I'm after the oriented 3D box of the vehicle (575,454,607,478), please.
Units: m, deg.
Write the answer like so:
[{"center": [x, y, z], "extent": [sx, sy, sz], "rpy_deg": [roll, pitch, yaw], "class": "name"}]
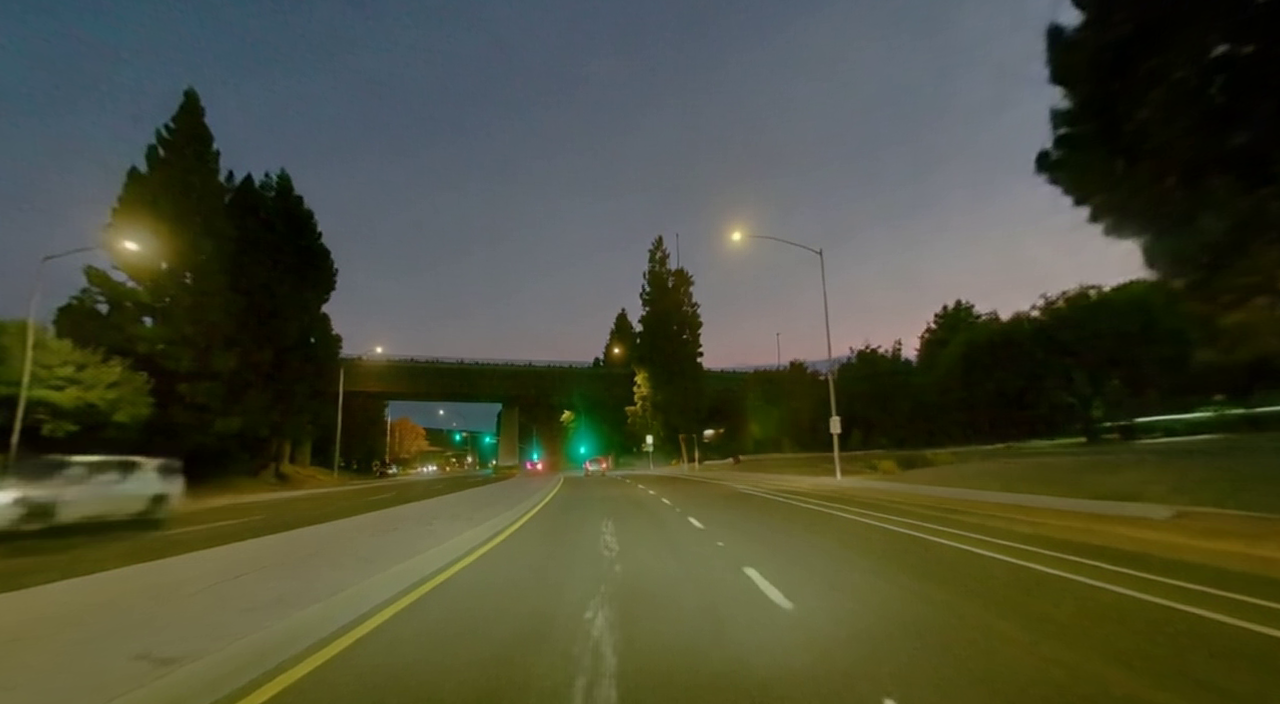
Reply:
[{"center": [-3.860, 8.851, 49.204], "extent": [2.184, 1.713, 4.231], "rpy_deg": [1, -9, -9], "class": "vehicle"}]
